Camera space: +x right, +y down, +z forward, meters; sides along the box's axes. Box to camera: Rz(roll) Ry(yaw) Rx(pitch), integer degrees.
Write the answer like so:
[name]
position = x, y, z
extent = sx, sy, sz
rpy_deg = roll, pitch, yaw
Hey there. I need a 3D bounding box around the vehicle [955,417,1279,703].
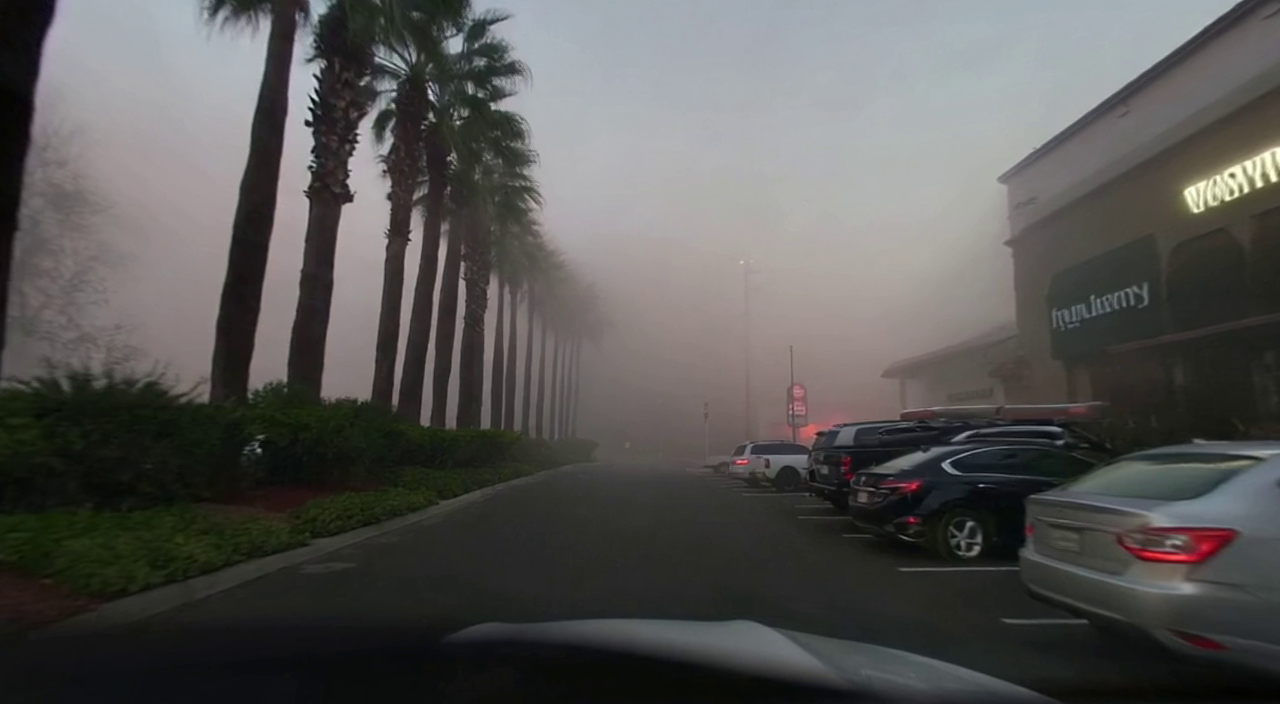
[vehicle]
position = 4.760, 1.151, 3.706
extent = 4.756, 1.417, 2.021
rpy_deg = 1, -9, -4
